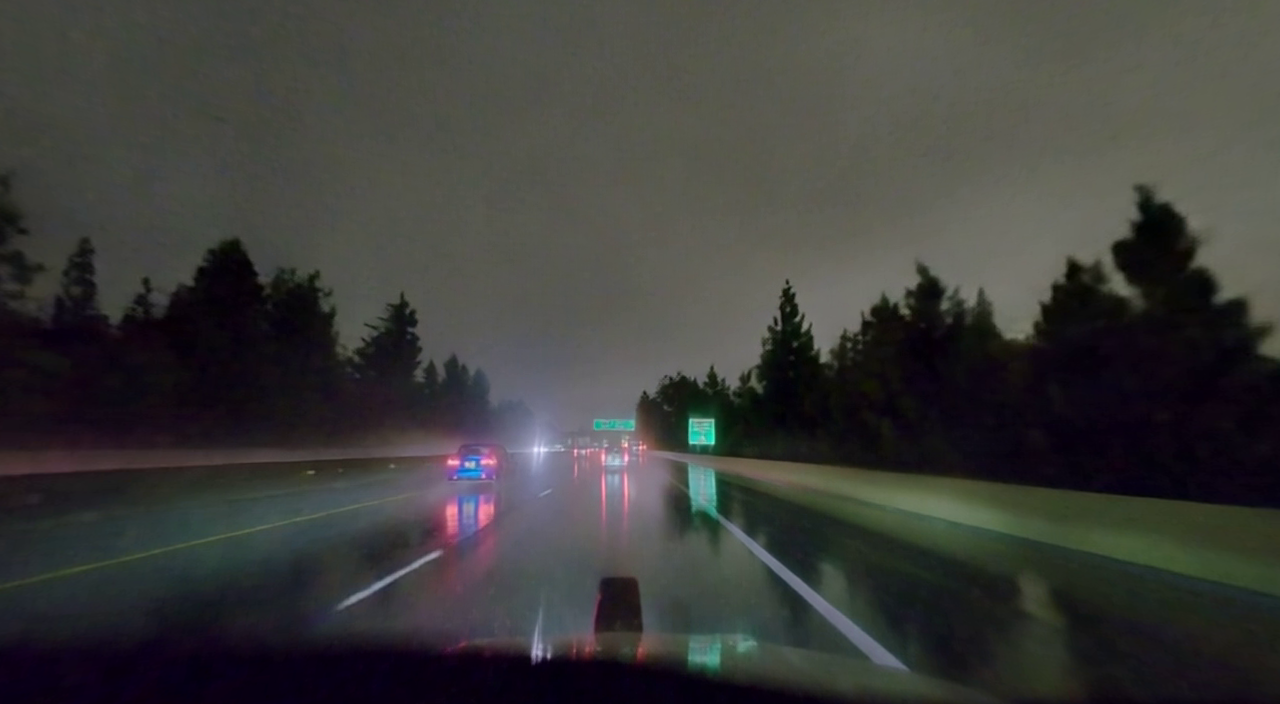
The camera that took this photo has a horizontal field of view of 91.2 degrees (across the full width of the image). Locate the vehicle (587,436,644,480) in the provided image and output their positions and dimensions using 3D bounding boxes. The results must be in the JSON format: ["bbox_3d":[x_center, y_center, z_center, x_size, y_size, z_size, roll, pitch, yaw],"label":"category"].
[{"bbox_3d":[-1.007,4.480,26.715,2.220,1.711,4.056,0,-9,-1],"label":"vehicle"}]

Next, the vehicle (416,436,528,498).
[{"bbox_3d":[-4.848,3.384,18.879,2.103,1.588,4.709,-1,-9,0],"label":"vehicle"}]
